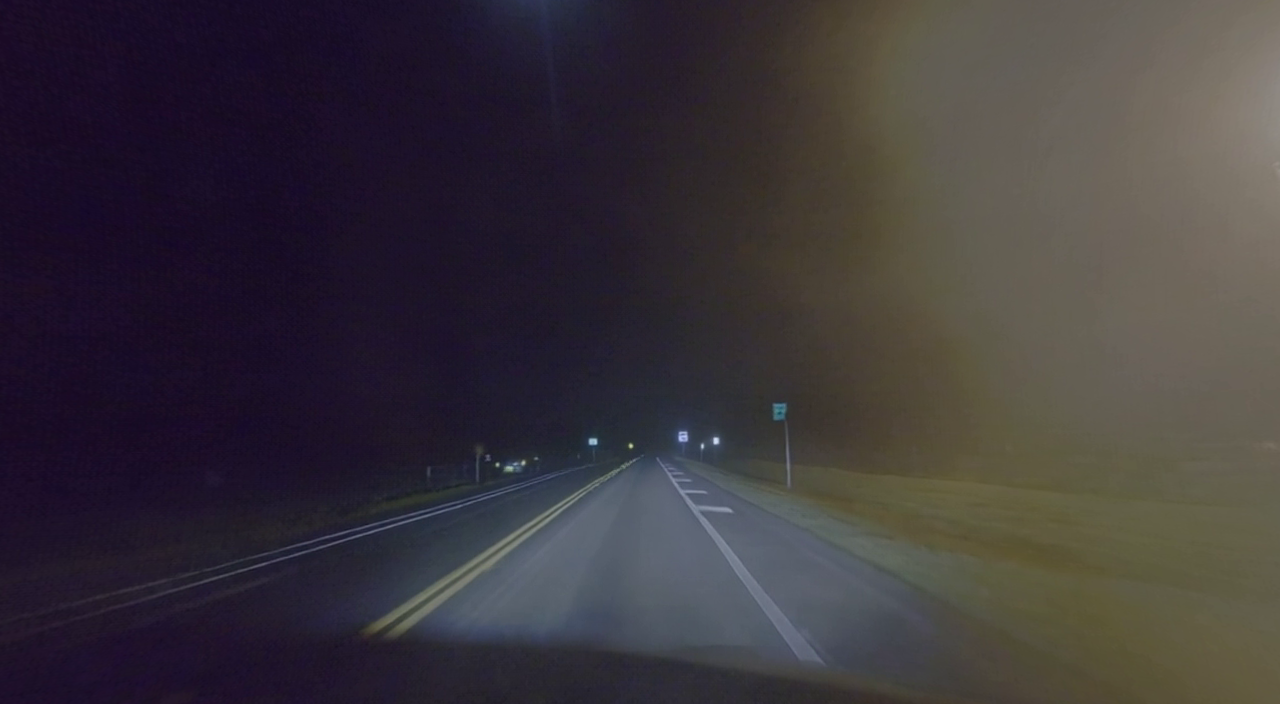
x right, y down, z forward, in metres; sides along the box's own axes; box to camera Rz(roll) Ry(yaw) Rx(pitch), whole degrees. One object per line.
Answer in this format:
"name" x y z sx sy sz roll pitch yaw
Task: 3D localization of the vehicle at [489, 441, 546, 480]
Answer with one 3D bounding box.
"vehicle" -6.220 5.593 32.478 1.992 1.797 4.372 -2 -10 1
